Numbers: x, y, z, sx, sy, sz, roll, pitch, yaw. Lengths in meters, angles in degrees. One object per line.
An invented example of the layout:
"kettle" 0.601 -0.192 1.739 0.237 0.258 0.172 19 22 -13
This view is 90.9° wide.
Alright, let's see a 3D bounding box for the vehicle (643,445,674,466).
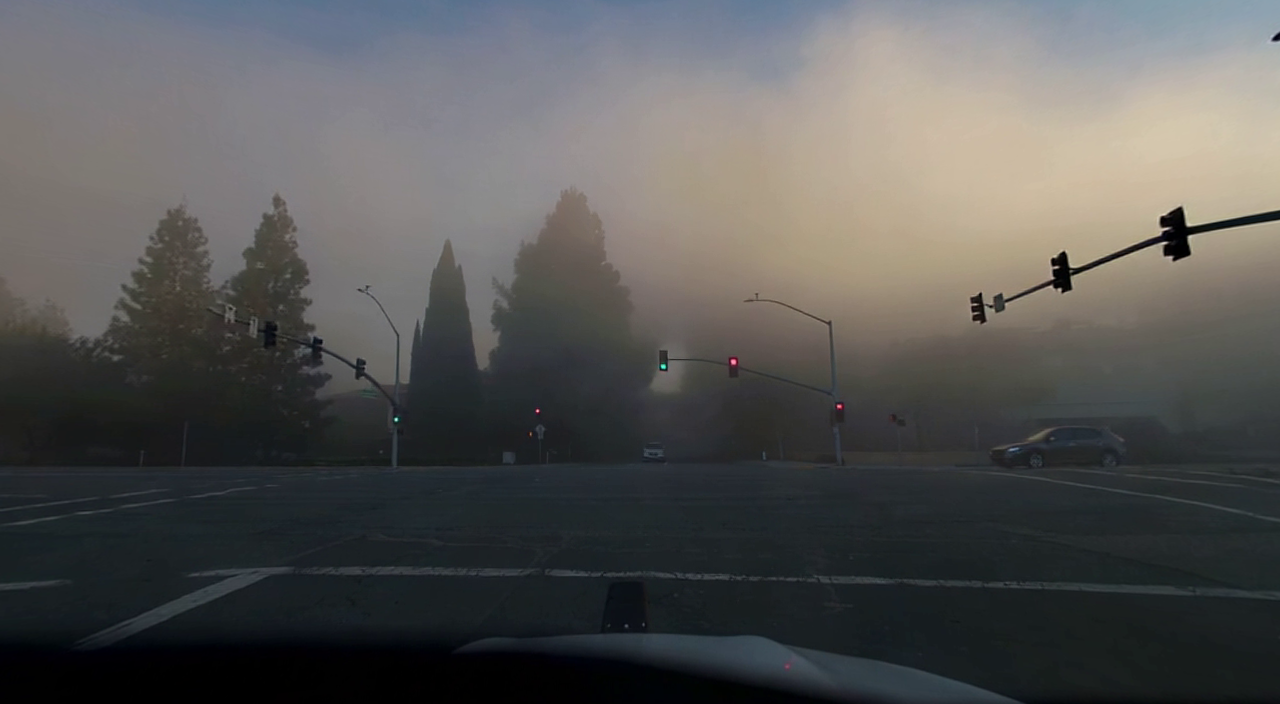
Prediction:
"vehicle" 1.310 7.620 46.462 2.132 1.449 4.235 0 -9 0
